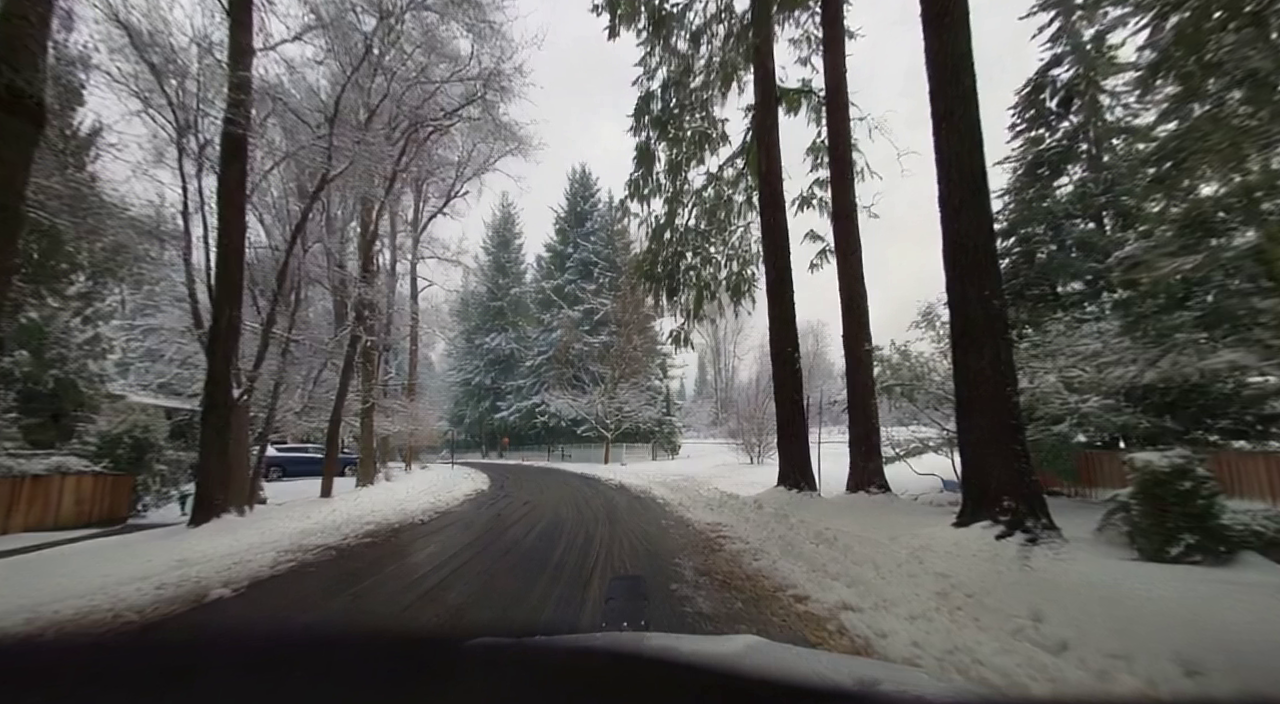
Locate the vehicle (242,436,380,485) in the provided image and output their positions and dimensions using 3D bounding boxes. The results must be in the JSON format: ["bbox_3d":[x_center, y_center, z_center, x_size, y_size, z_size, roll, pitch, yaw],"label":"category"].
[{"bbox_3d":[-13.769,4.548,26.671,4.961,1.757,1.971,2,-9,-25],"label":"vehicle"}]
